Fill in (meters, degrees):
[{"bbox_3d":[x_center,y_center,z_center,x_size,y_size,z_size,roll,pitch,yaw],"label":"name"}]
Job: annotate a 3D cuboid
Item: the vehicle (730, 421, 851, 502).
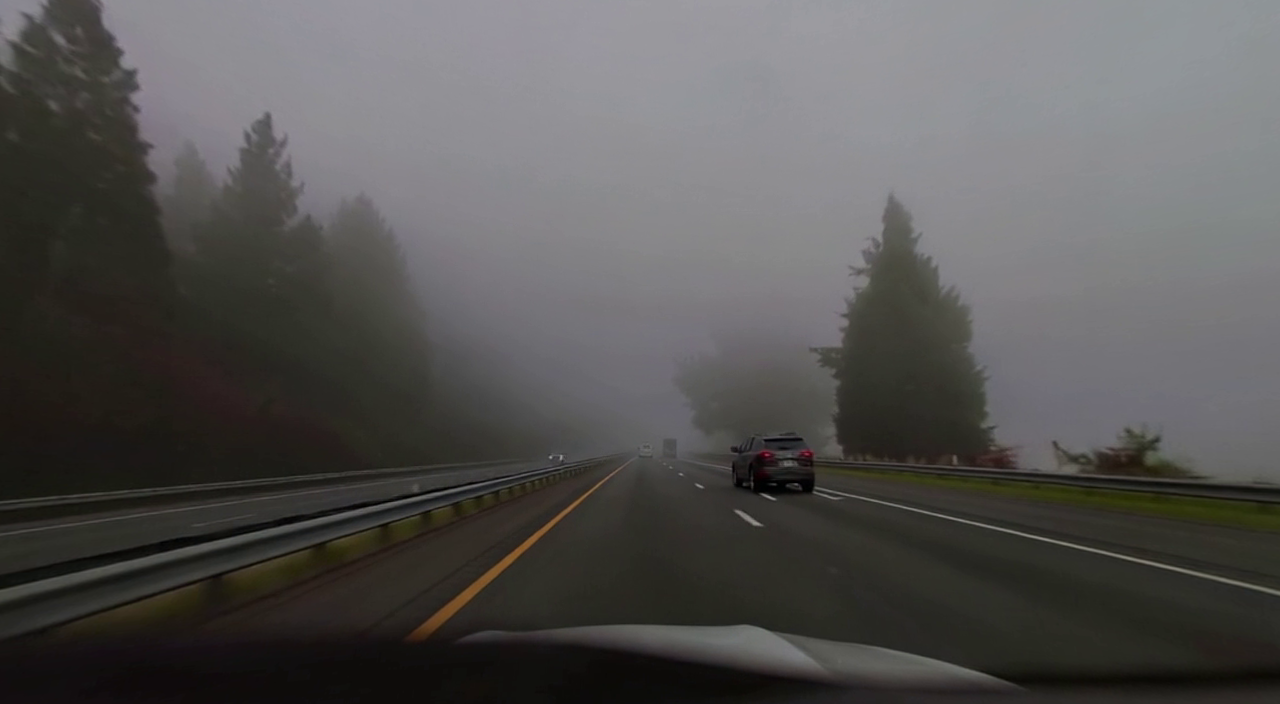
[{"bbox_3d":[4.119,3.121,18.304,2.189,2.007,4.872,0,-9,-1],"label":"vehicle"}]
